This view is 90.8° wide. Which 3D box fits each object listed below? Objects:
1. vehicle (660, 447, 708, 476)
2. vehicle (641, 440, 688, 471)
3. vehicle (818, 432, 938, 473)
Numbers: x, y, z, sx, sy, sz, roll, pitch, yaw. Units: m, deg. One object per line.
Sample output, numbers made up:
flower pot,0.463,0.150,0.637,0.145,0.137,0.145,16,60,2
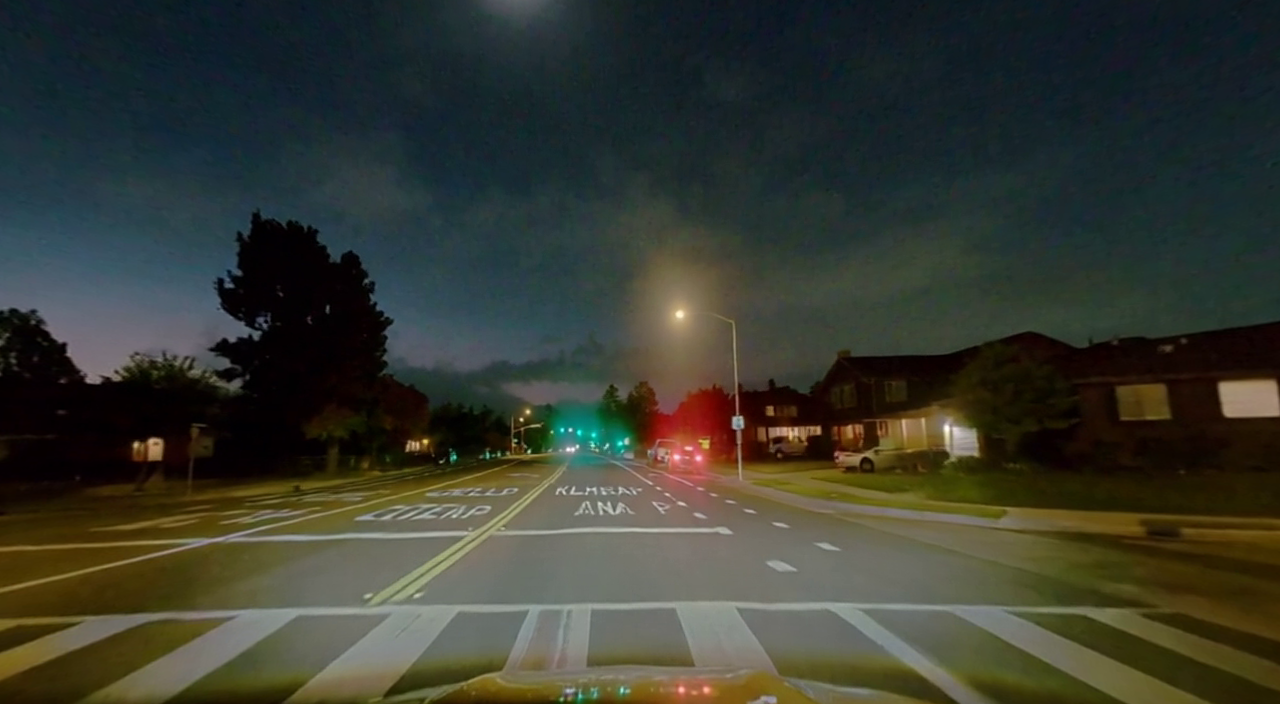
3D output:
vehicle,2.332,5.968,34.666,1.919,1.474,4.370,1,-9,-6
vehicle,1.470,6.746,41.302,2.293,1.858,5.868,1,-9,-6
vehicle,10.276,4.361,27.451,4.492,1.619,1.849,-6,-10,33
